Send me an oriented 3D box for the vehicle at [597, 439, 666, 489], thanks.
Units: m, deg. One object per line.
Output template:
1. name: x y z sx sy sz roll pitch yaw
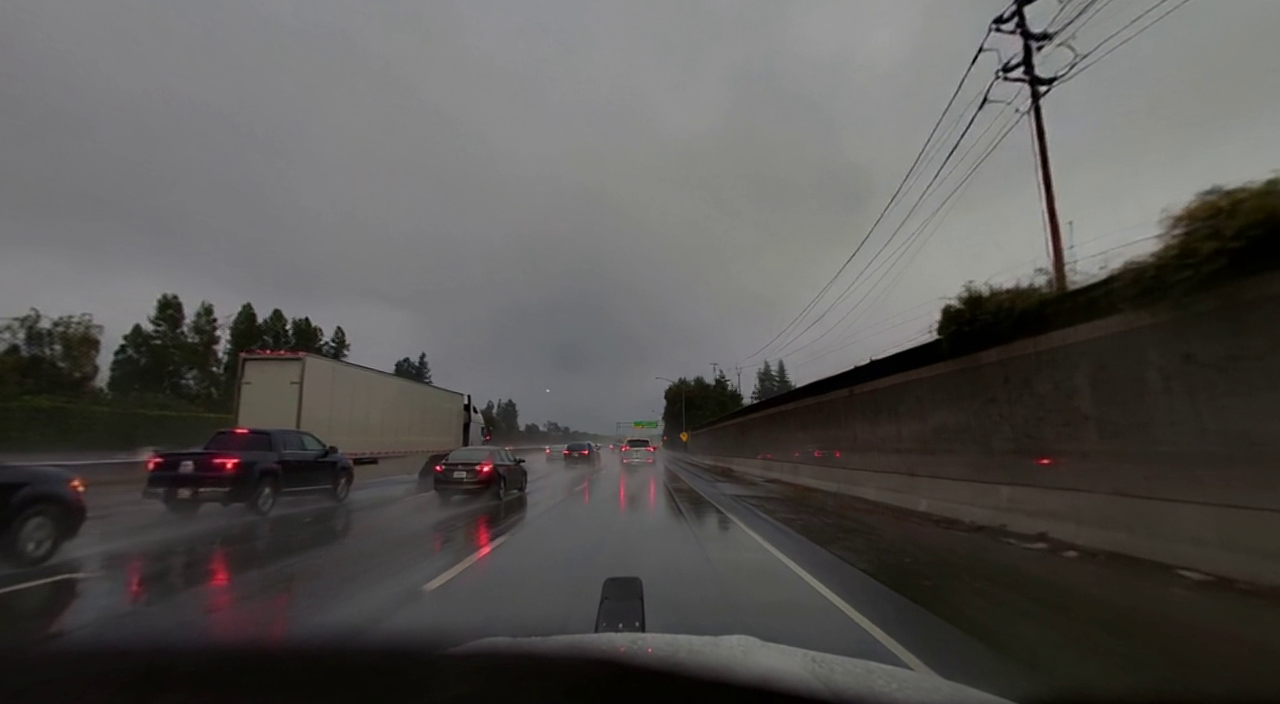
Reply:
1. vehicle: -0.274 3.679 21.033 2.089 1.477 3.818 0 -9 -1

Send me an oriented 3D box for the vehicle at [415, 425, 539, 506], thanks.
1. vehicle: -3.819 2.750 15.664 1.923 1.716 4.289 0 -9 0

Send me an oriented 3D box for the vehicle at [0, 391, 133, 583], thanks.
1. vehicle: -6.939 1.137 5.082 2.027 1.762 4.386 0 -9 0

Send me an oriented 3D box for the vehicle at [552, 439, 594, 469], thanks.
1. vehicle: -4.024 6.201 38.623 1.976 1.705 4.176 0 -9 1

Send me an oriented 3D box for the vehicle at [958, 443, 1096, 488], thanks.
1. vehicle: 14.088 4.126 23.424 2.027 1.478 4.849 0 -9 -1

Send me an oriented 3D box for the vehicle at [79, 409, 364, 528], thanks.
1. vehicle: -7.585 2.185 12.349 2.054 1.825 5.072 0 -9 0

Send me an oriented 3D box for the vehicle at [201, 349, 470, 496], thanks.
1. vehicle: -10.631 3.152 25.788 2.892 4.073 16.528 0 -9 0
